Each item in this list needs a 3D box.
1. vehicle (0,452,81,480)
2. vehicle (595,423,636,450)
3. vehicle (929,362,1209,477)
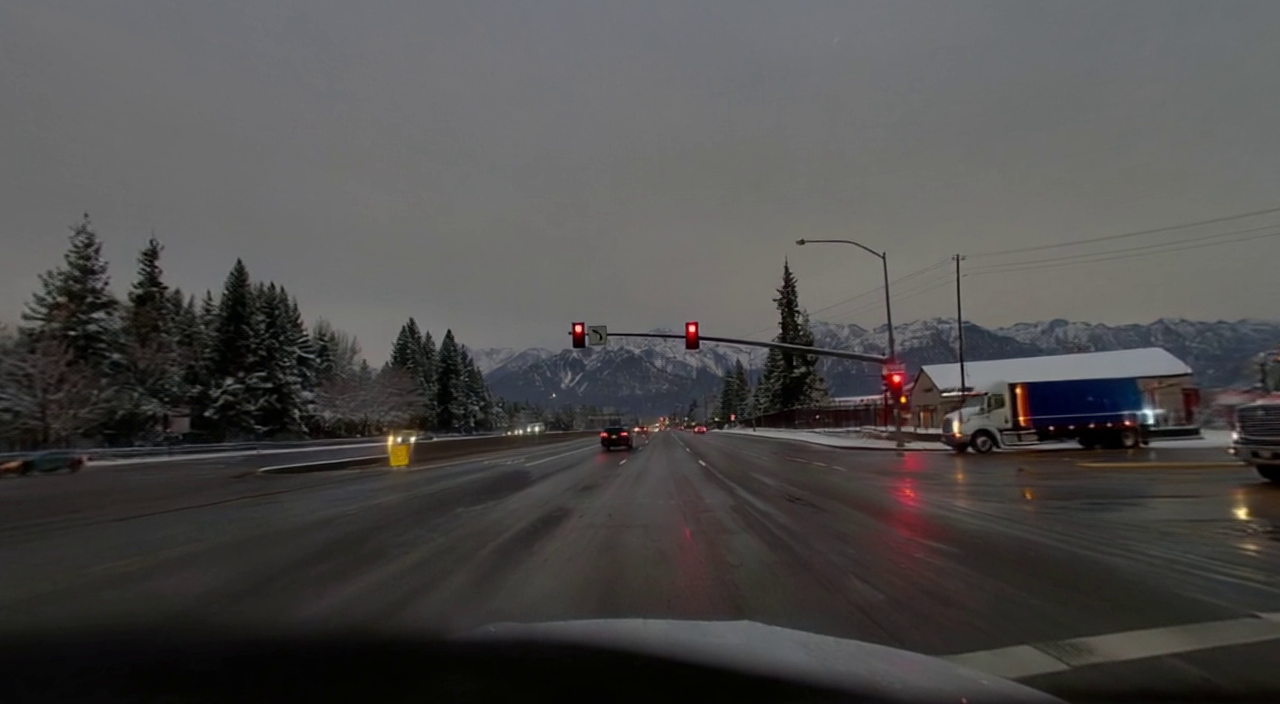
[{"bbox_3d":[-37.346,6.883,38.062,1.827,1.543,4.741,-2,-9,16],"label":"vehicle"},{"bbox_3d":[-1.555,5.752,42.466,2.287,1.712,4.537,-1,-8,4],"label":"vehicle"},{"bbox_3d":[14.055,2.403,21.512,7.088,3.414,3.237,-3,-9,19],"label":"vehicle"}]
